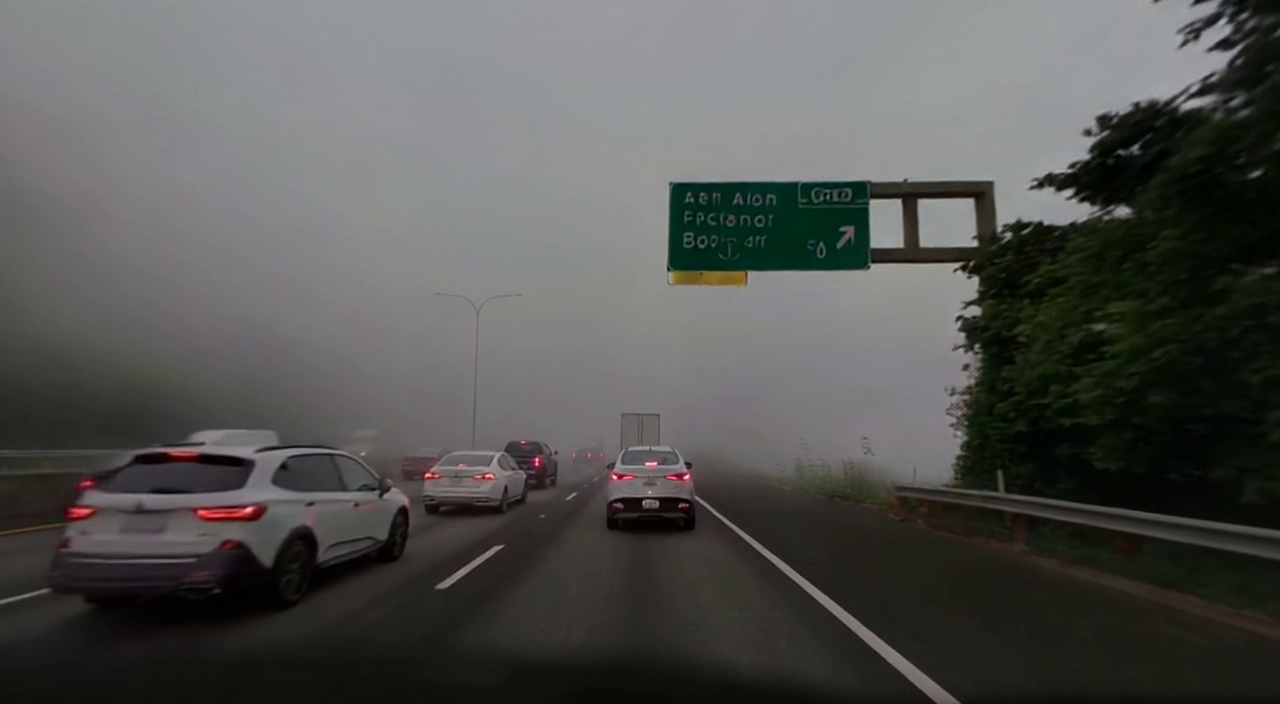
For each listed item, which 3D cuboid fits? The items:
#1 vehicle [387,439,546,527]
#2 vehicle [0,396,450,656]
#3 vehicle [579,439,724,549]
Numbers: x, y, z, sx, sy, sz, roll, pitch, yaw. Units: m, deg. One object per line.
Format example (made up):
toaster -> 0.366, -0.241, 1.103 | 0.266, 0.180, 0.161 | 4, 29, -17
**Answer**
vehicle -> -3.308, 2.602, 13.049 | 1.980, 1.491, 4.340 | 0, -9, 1
vehicle -> -3.642, 1.443, 6.237 | 2.165, 1.638, 4.317 | 0, -9, 0
vehicle -> 0.161, 2.229, 10.448 | 1.995, 1.495, 3.380 | 0, -9, 0
